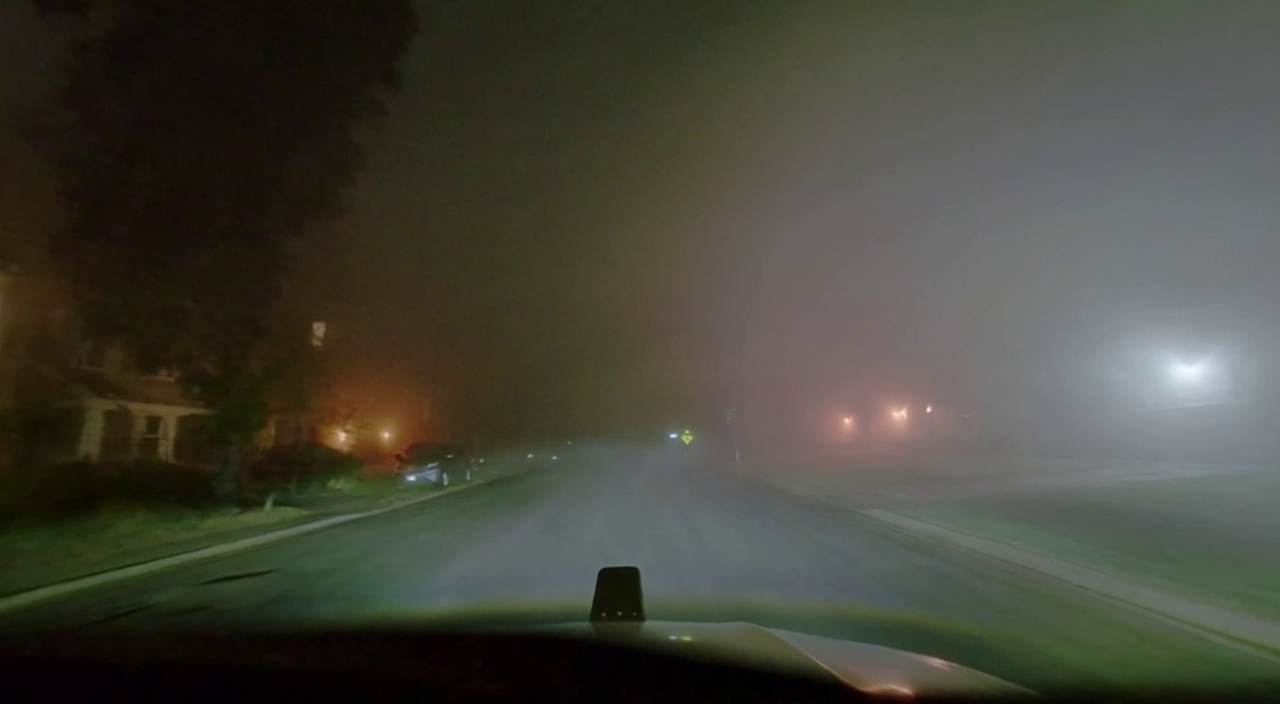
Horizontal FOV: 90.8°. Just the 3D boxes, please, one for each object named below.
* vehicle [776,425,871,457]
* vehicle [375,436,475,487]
[{"bbox_3d":[11.743,5.717,40.692,5.367,1.953,2.257,1,-9,-7],"label":"vehicle"},{"bbox_3d":[-8.627,4.477,25.965,2.352,1.843,4.979,-1,-10,0],"label":"vehicle"}]
